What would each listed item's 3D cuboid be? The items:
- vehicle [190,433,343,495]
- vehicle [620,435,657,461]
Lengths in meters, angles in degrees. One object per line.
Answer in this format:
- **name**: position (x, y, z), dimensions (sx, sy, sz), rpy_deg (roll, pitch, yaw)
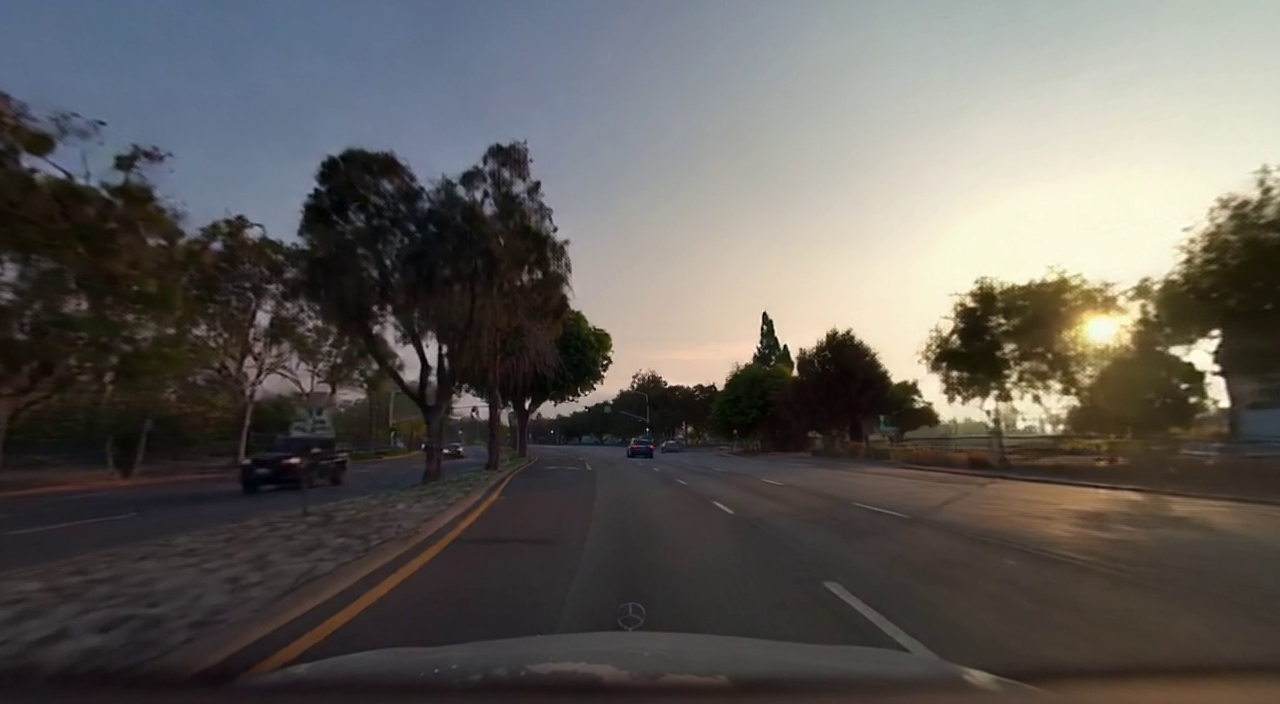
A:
- **vehicle**: position (-13.133, 3.945, 22.769), dimensions (2.278, 1.928, 5.776), rpy_deg (0, -8, -3)
- **vehicle**: position (-0.152, 7.173, 47.112), dimensions (2.046, 1.818, 4.603), rpy_deg (1, -8, -9)
